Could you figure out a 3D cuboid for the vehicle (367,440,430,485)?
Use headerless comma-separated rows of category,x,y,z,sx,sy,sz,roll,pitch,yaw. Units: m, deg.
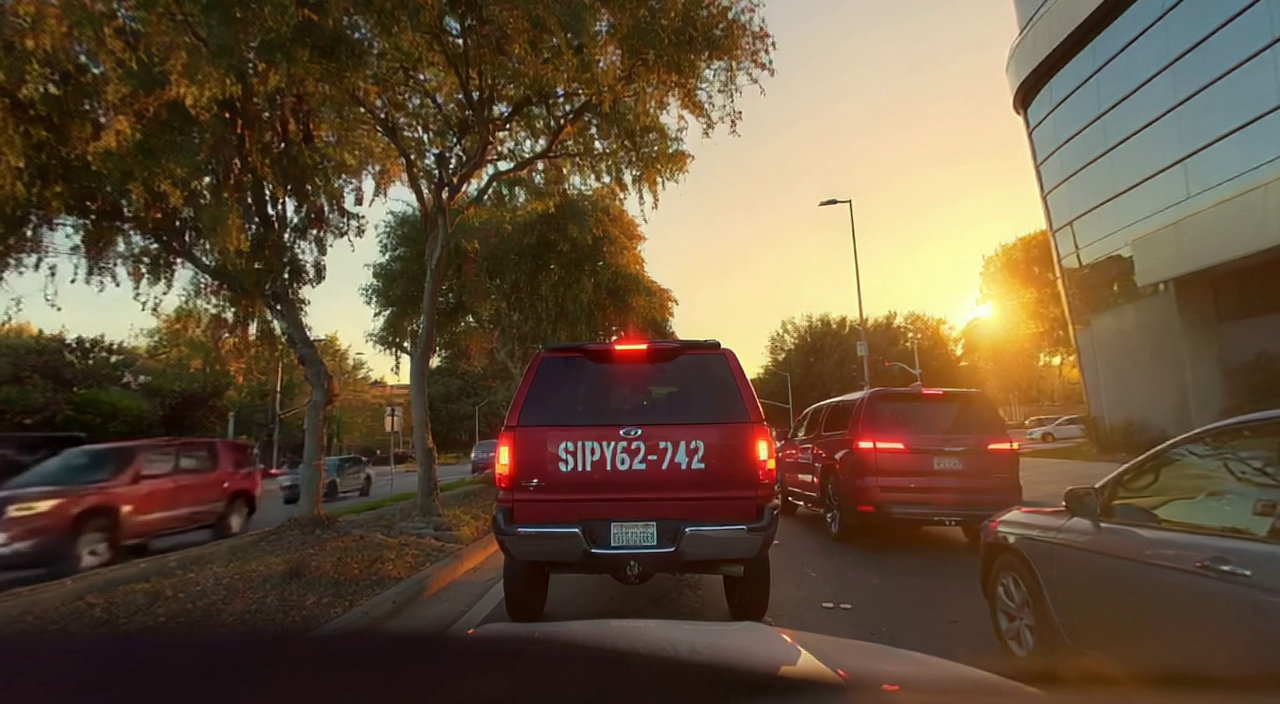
vehicle,-15.560,7.111,40.916,1.924,2.730,5.024,0,-8,2

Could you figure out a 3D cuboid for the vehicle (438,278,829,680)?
vehicle,0.015,1.034,5.982,2.267,2.372,4.366,0,-8,2

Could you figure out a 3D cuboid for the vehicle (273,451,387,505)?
vehicle,-12.133,4.917,25.123,1.965,1.897,4.821,0,-8,1

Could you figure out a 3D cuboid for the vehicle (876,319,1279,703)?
vehicle,3.085,0.984,3.470,2.022,1.700,4.410,0,-8,3

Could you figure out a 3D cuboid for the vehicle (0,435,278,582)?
vehicle,-9.124,2.572,11.403,2.126,2.027,5.018,0,-8,0
